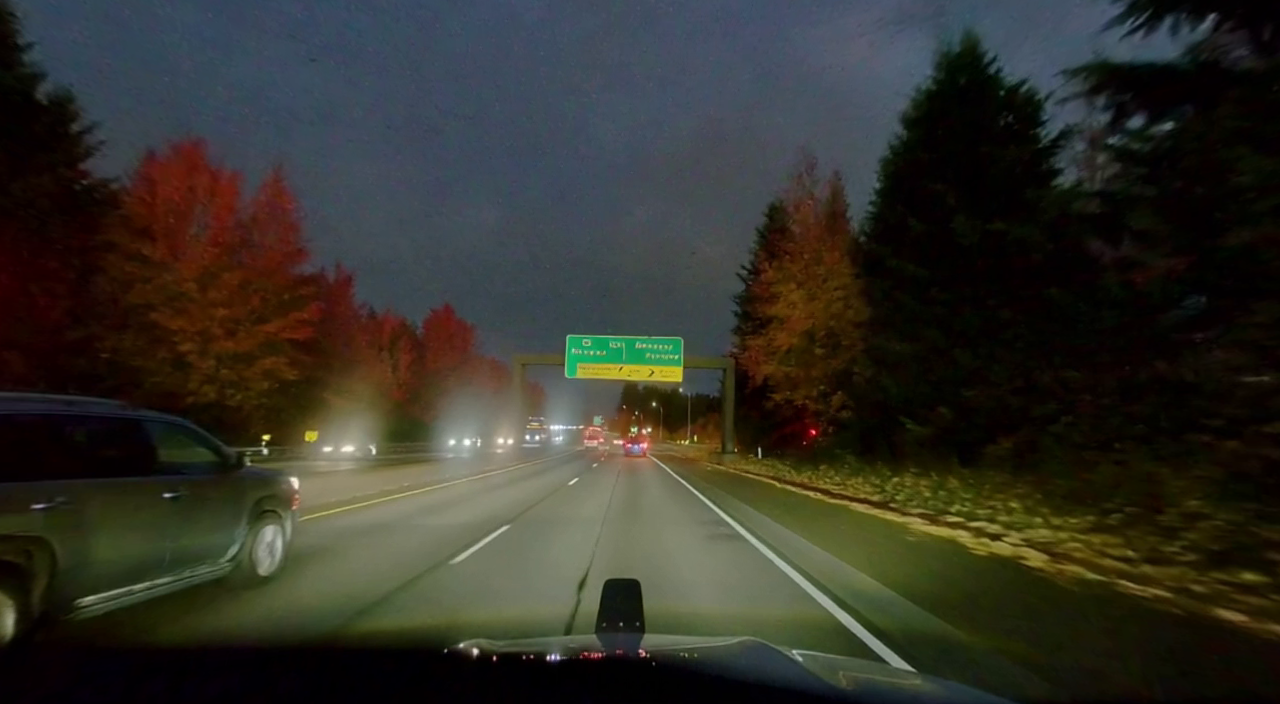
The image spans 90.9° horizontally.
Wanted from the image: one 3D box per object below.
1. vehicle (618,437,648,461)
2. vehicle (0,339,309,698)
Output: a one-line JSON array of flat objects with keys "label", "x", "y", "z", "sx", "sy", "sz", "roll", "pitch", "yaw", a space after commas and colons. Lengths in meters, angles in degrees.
[{"label": "vehicle", "x": -0.488, "y": 6.429, "z": 41.746, "sx": 1.939, "sy": 1.497, "sz": 3.863, "roll": 0, "pitch": -8, "yaw": -1}, {"label": "vehicle", "x": -4.055, "y": 0.892, "z": 3.647, "sx": 1.924, "sy": 1.720, "sz": 4.195, "roll": 0, "pitch": -8, "yaw": 1}]
